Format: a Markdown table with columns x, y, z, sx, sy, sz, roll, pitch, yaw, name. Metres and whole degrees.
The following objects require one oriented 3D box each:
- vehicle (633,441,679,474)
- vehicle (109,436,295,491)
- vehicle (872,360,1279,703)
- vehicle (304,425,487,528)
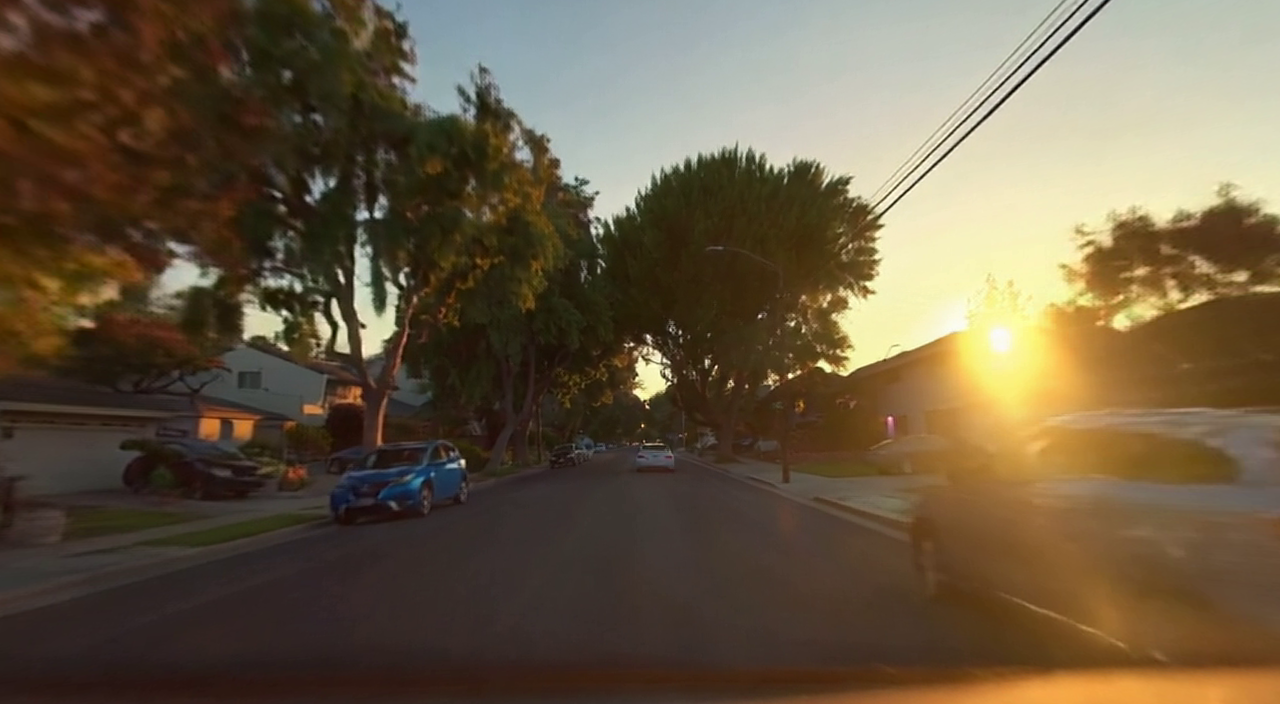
| x | y | z | sx | sy | sz | roll | pitch | yaw | name |
| --- | --- | --- | --- | --- | --- | --- | --- | --- | --- |
| 0.703 | 4.919 | 29.738 | 2.000 | 1.449 | 4.006 | 0 | -8 | 0 | vehicle |
| -12.849 | 3.270 | 18.732 | 4.129 | 1.523 | 1.839 | 0 | -8 | 2 | vehicle |
| 3.451 | 1.182 | 4.477 | 1.978 | 1.690 | 4.306 | 0 | -8 | 0 | vehicle |
| -5.144 | 2.651 | 14.213 | 2.126 | 1.816 | 4.796 | -3 | -8 | 1 | vehicle |
